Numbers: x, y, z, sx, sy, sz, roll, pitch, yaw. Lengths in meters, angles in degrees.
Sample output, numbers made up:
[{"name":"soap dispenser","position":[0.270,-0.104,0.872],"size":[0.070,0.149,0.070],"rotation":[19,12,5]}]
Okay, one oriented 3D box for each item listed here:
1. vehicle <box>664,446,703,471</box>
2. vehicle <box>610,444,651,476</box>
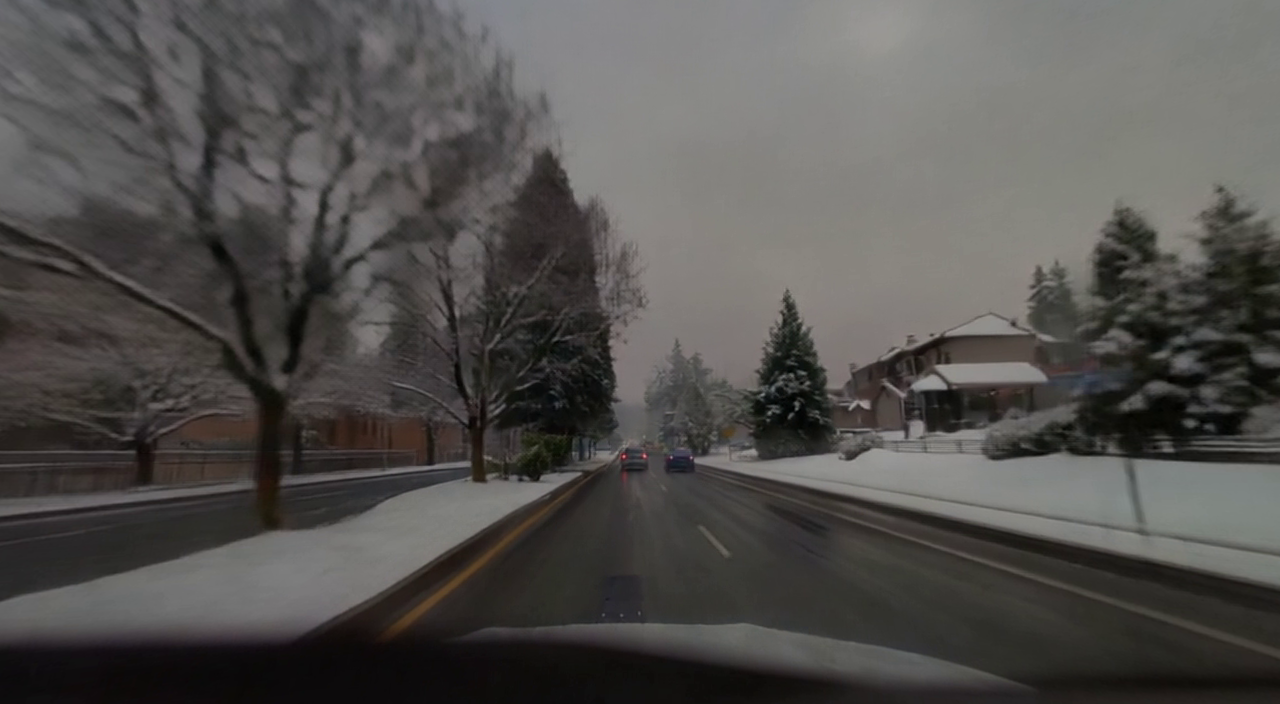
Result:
[{"name":"vehicle","position":[2.705,6.758,40.262],"size":[2.057,1.496,4.401],"rotation":[0,-8,-2]},{"name":"vehicle","position":[-0.457,5.607,33.037],"size":[2.018,1.511,3.993],"rotation":[0,-8,0]}]
